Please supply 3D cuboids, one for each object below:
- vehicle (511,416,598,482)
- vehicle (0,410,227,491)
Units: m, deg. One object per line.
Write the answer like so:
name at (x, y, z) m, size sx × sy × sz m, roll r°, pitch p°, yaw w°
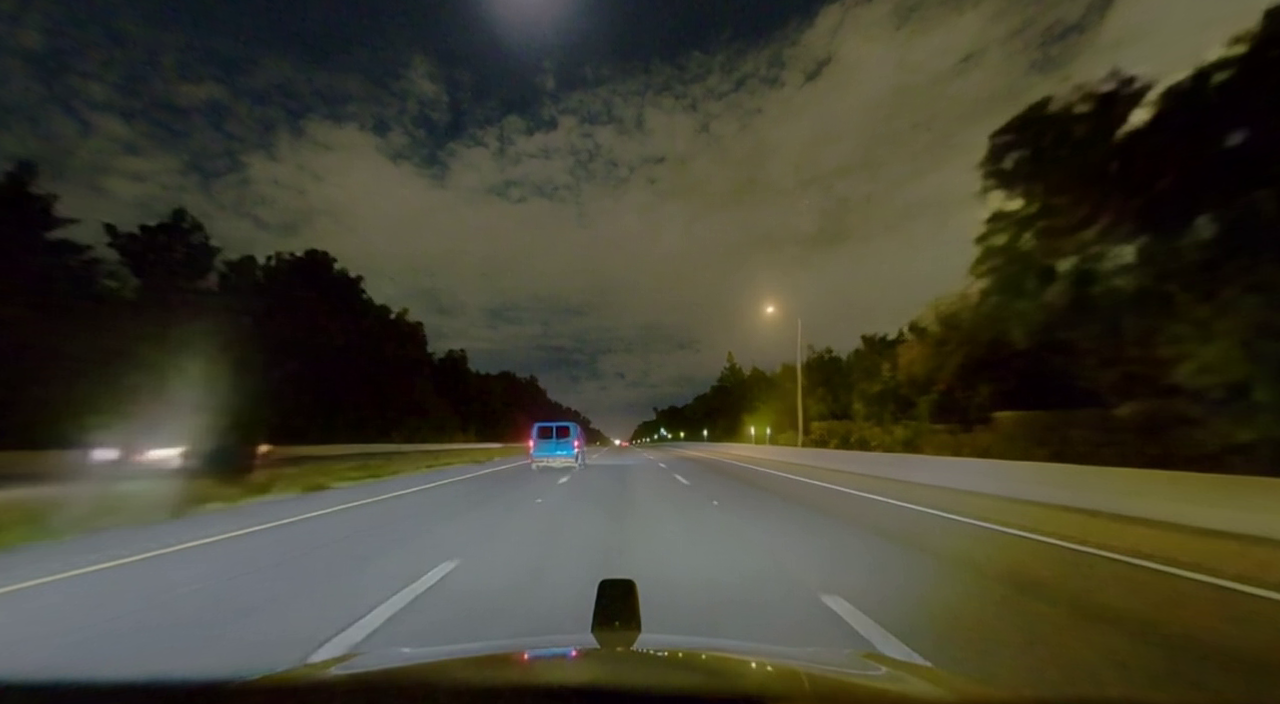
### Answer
vehicle at (-2.780, 3.275, 21.633) m, size 2.297 × 2.011 × 4.736 m, roll 0°, pitch -8°, yaw 0°
vehicle at (-12.274, 2.212, 14.676) m, size 2.128 × 1.573 × 4.641 m, roll 0°, pitch -7°, yaw 0°
